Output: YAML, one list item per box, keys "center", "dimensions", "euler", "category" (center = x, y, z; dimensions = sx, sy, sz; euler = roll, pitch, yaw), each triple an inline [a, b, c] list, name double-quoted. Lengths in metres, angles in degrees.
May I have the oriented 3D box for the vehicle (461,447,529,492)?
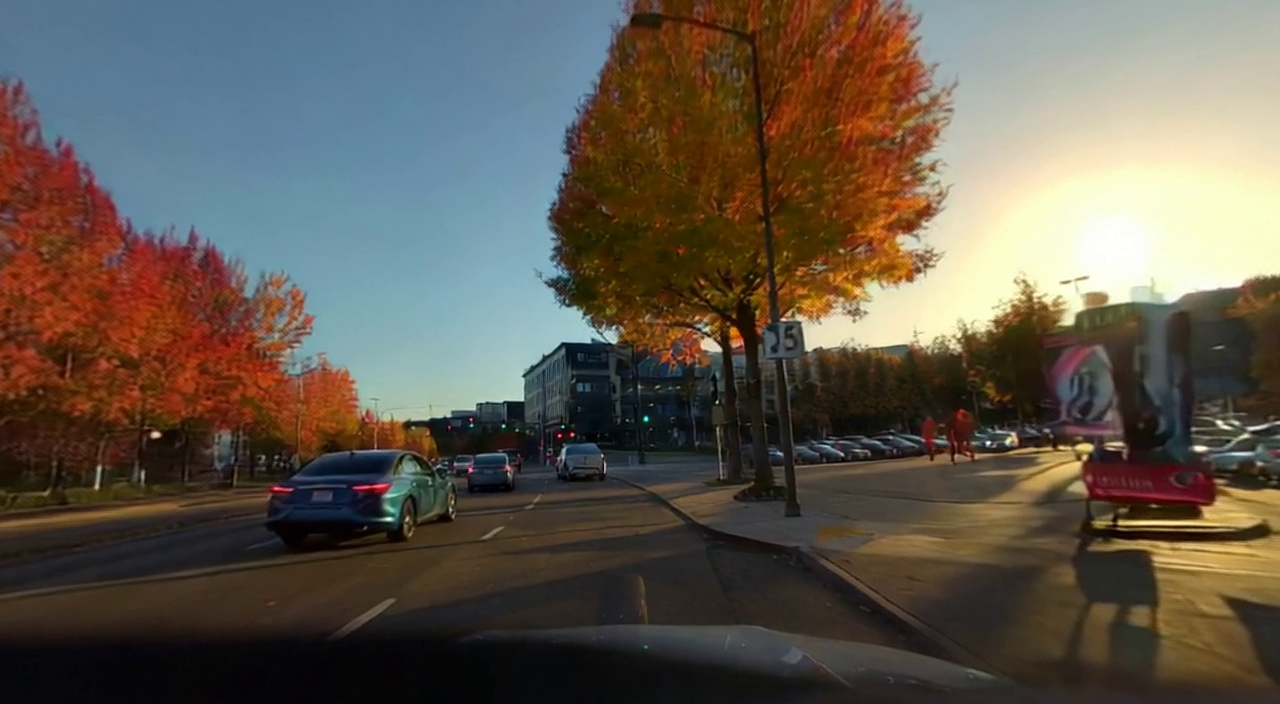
- center: [-5.496, 4.460, 24.392]
  dimensions: [1.974, 1.549, 4.603]
  euler: [2, -9, -6]
  category: "vehicle"

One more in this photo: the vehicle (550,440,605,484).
- center: [-2.712, 4.656, 26.953]
  dimensions: [2.144, 1.704, 4.028]
  euler: [2, -9, -7]
  category: "vehicle"

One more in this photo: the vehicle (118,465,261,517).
- center: [-16.524, 5.074, 23.472]
  dimensions: [1.968, 1.574, 4.683]
  euler: [1, -9, -2]
  category: "vehicle"

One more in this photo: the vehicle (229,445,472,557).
- center: [-4.709, 2.474, 11.403]
  dimensions: [2.090, 1.506, 5.326]
  euler: [1, -9, -3]
  category: "vehicle"
